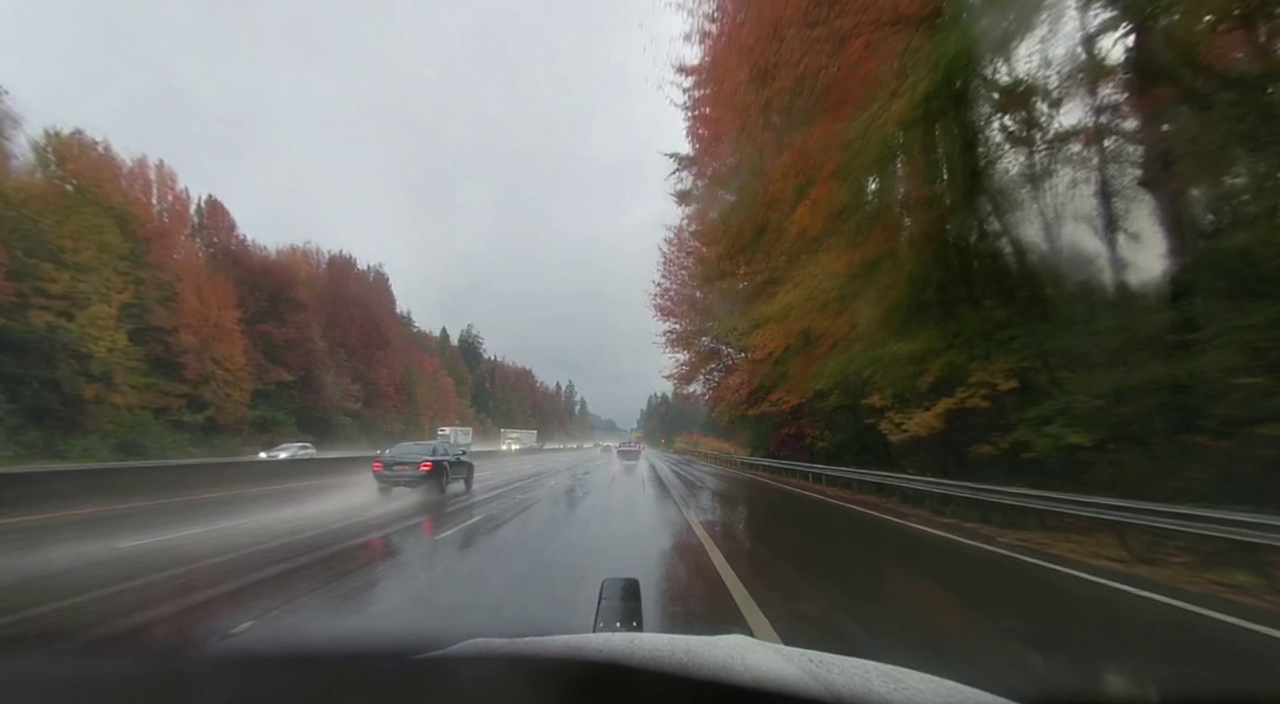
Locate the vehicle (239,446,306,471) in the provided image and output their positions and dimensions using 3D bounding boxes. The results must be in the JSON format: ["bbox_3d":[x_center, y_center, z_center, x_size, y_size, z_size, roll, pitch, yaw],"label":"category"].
[{"bbox_3d":[-24.331,7.040,41.828,1.799,1.465,4.286,0,-8,1],"label":"vehicle"}]

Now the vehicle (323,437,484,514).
[{"bbox_3d":[-5.166,2.717,14.497,2.004,1.497,4.260,0,-8,1],"label":"vehicle"}]
